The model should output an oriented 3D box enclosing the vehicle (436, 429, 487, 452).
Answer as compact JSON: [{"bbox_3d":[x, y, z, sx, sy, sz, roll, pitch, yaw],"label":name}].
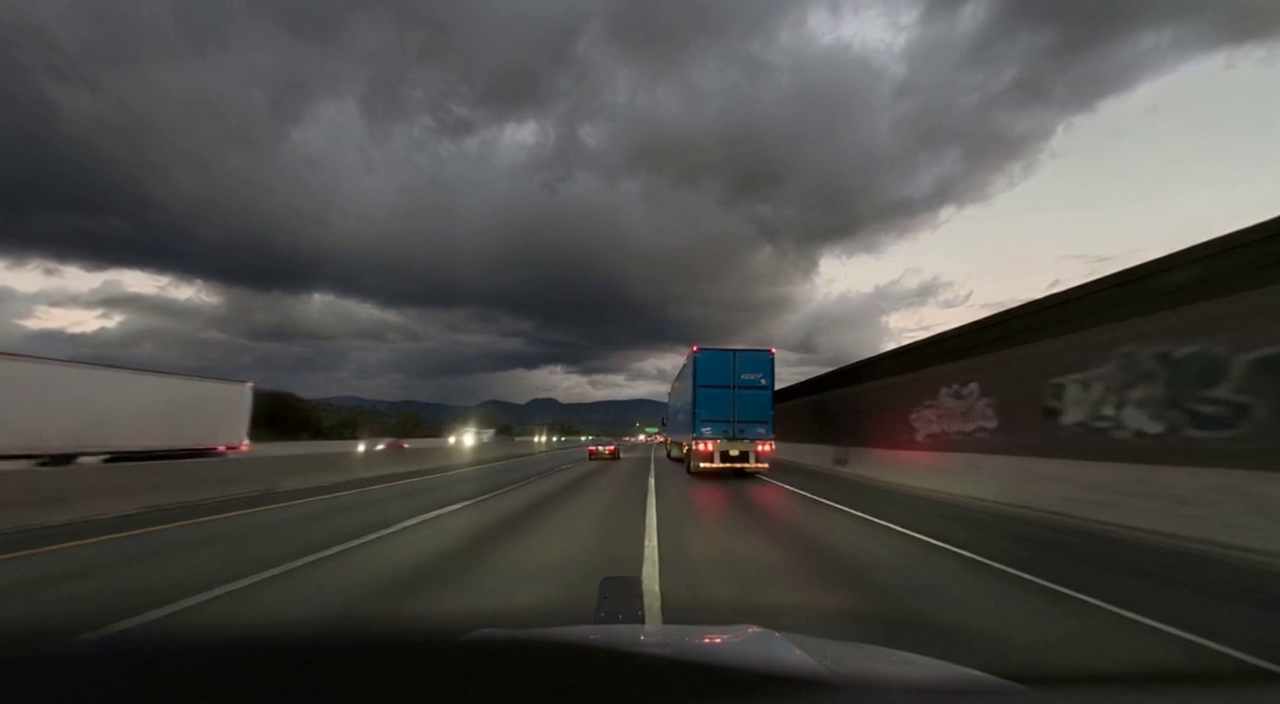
[{"bbox_3d":[-11.853,5.899,42.145,1.938,1.492,4.559,0,-8,2],"label":"vehicle"}]

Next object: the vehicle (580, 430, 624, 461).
[{"bbox_3d":[-1.939,4.948,33.551,1.982,1.535,4.519,0,-8,1],"label":"vehicle"}]

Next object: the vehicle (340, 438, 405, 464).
[{"bbox_3d":[-15.985,5.898,37.935,1.798,1.440,4.526,0,-8,1],"label":"vehicle"}]

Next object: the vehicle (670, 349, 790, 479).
[{"bbox_3d":[2.854,2.486,23.697,2.921,3.765,10.773,0,-8,0],"label":"vehicle"}]

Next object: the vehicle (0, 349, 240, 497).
[{"bbox_3d":[-20.279,2.591,22.411,2.897,4.330,13.716,0,-8,1],"label":"vehicle"}]
